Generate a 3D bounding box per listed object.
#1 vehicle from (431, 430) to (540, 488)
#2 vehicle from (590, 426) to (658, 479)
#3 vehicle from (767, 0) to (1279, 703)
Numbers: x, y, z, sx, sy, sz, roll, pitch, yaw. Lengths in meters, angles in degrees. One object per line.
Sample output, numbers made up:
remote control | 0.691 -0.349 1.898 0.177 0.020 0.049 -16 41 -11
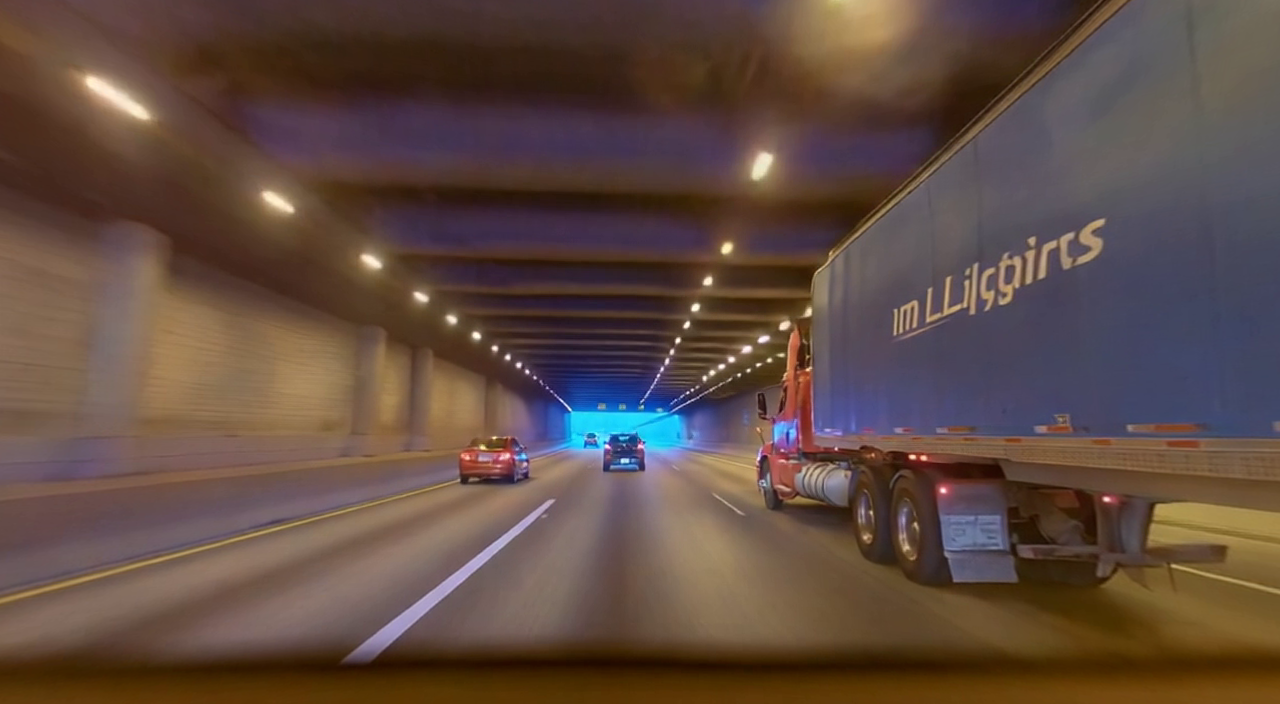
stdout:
vehicle | -4.228 2.978 18.004 2.019 1.435 4.317 0 -8 0
vehicle | -0.521 3.329 21.189 2.094 1.600 3.666 0 -8 -1
vehicle | 3.823 -0.110 4.289 2.842 4.108 14.081 0 -8 -1
